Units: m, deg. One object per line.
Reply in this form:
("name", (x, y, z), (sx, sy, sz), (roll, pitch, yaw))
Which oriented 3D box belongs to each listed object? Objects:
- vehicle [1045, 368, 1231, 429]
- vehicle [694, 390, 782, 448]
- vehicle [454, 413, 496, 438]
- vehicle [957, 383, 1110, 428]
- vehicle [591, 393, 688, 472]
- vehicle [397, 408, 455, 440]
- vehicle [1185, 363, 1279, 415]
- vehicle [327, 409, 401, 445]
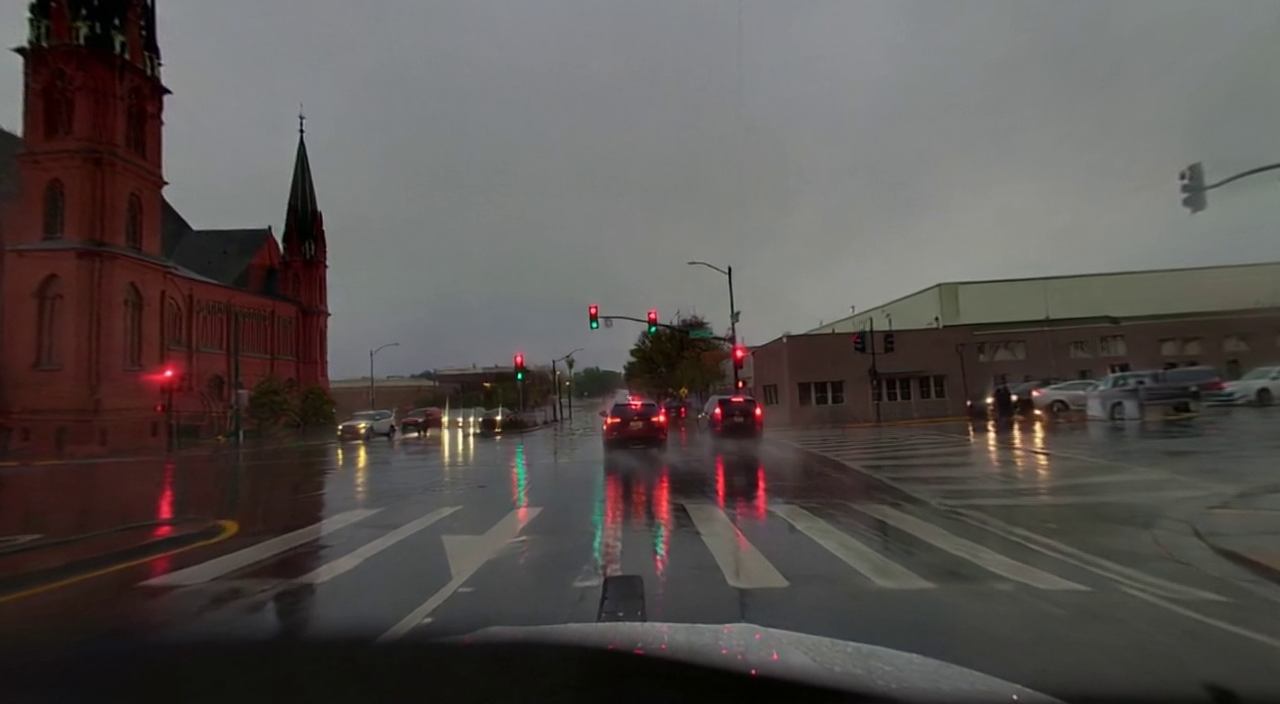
("vehicle", (16.795, 1.609, 21.483), (4.512, 1.734, 2.143), (-3, -6, -3))
("vehicle", (3.217, 2.241, 21.729), (2.080, 1.735, 4.650), (0, -5, -3))
("vehicle", (-12.711, 5.733, 48.935), (2.170, 1.746, 4.565), (0, -9, -2))
("vehicle", (15.015, 2.068, 24.308), (4.488, 1.475, 2.083), (-2, -5, -2))
("vehicle", (-0.125, 1.948, 16.250), (2.168, 1.776, 4.135), (1, -4, -3))
("vehicle", (-12.958, 4.420, 38.521), (2.069, 1.790, 4.358), (1, -8, -2))
("vehicle", (24.769, 1.501, 24.962), (4.428, 1.928, 2.190), (0, -6, -2))
("vehicle", (-15.913, 4.443, 36.768), (1.969, 1.896, 5.404), (1, -8, -2))
